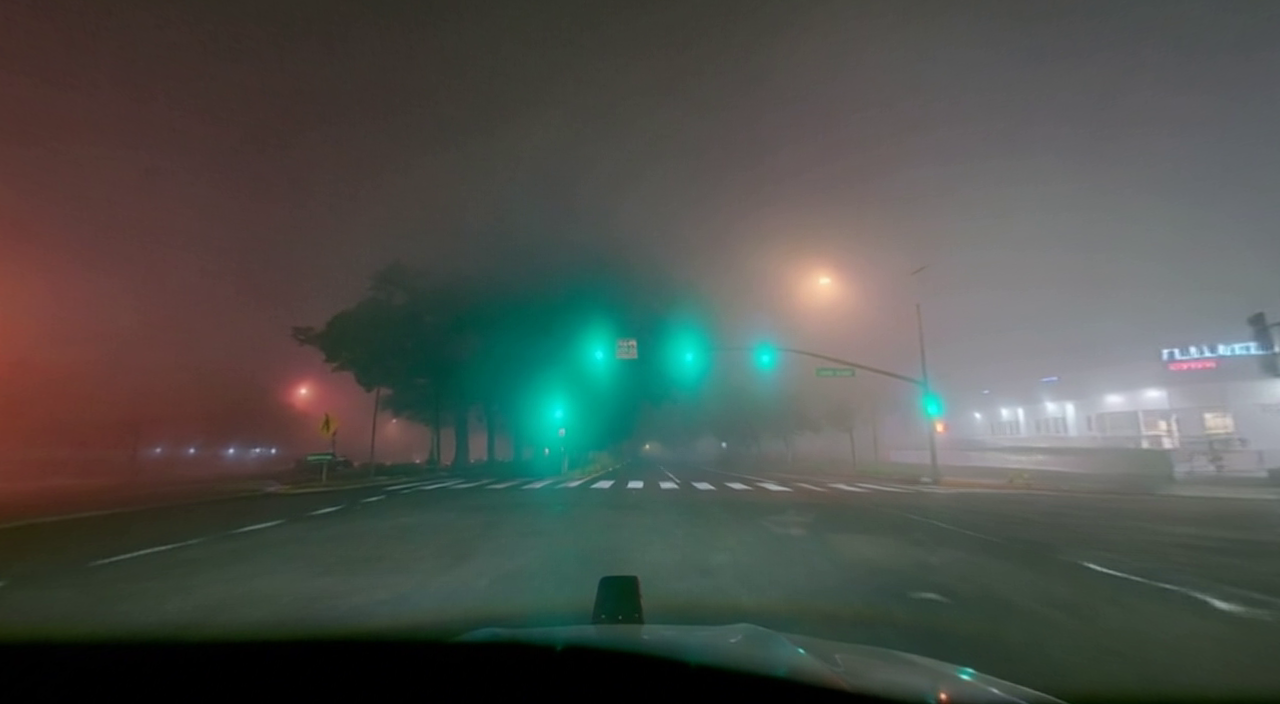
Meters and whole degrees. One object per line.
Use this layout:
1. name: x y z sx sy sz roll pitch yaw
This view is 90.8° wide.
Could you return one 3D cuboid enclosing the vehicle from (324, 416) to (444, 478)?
1. vehicle: -17.829 6.886 45.692 2.953 3.772 14.243 0 -9 -1
